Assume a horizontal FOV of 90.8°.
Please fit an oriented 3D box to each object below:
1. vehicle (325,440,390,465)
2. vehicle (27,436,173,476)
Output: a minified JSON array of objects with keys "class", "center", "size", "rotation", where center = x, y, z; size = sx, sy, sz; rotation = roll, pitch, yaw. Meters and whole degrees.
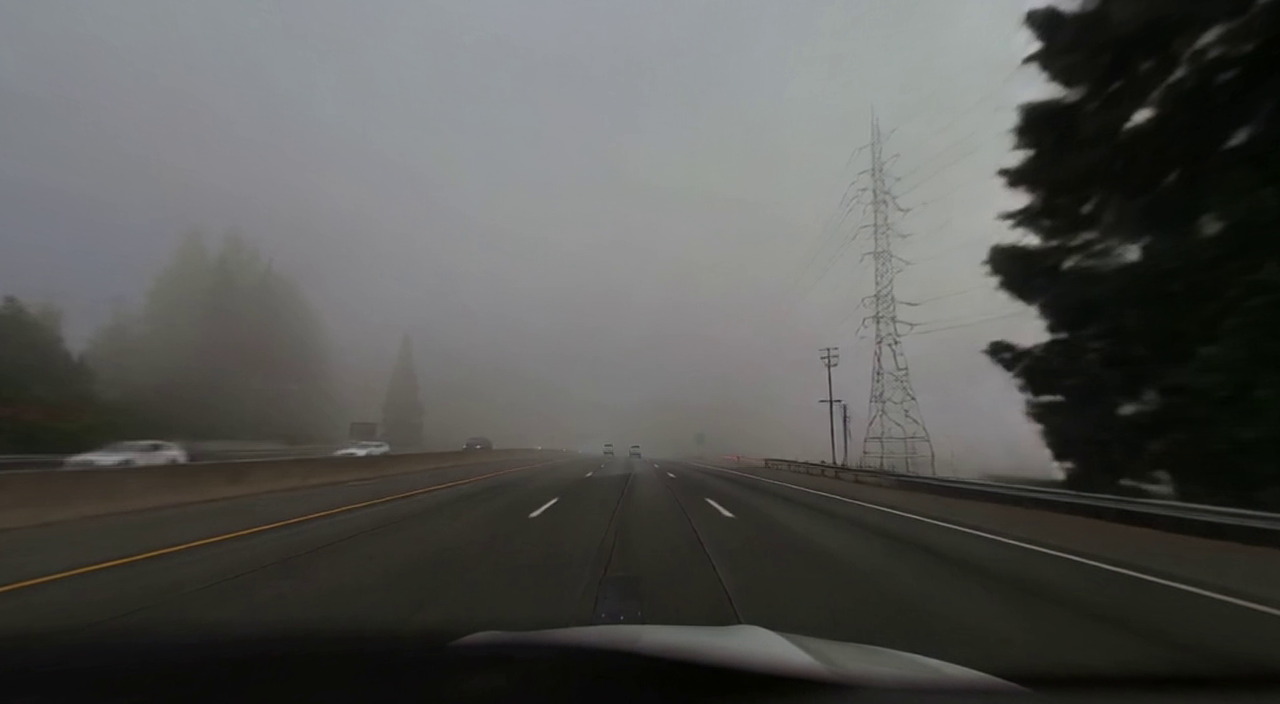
[{"class":"vehicle","center":[-18.128,6.431,40.760],"size":[2.080,1.499,4.591],"rotation":[0,-8,0]},{"class":"vehicle","center":[-21.834,4.226,25.850],"size":[1.924,1.459,4.597],"rotation":[0,-8,-1]}]
